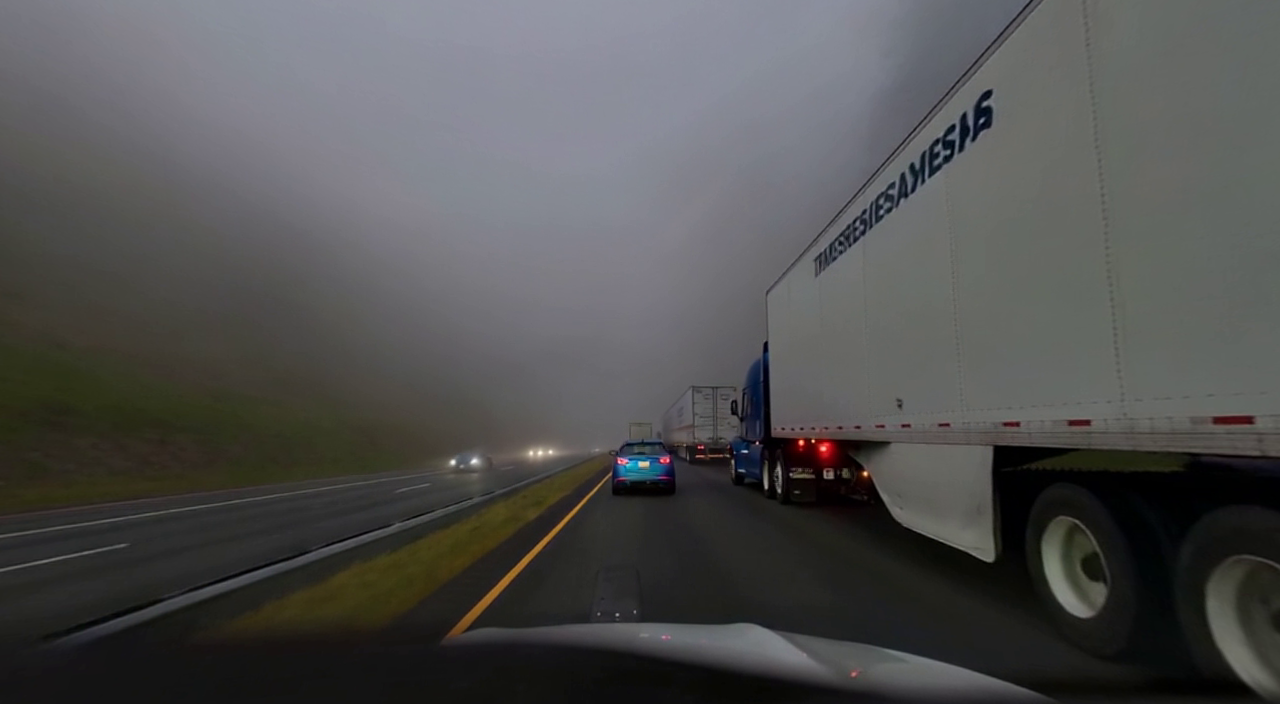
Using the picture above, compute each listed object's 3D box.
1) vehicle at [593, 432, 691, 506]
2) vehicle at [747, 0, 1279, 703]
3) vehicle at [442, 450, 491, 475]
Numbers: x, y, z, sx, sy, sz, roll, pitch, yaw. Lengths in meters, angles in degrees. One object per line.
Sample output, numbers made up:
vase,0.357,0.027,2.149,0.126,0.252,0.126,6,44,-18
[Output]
vehicle,0.019,2.725,15.100,2.045,1.507,3.763,-1,-8,0
vehicle,4.408,0.221,7.786,3.410,4.438,14.410,-1,-8,-1
vehicle,-11.155,7.124,40.851,1.951,1.464,4.370,-1,-8,0
